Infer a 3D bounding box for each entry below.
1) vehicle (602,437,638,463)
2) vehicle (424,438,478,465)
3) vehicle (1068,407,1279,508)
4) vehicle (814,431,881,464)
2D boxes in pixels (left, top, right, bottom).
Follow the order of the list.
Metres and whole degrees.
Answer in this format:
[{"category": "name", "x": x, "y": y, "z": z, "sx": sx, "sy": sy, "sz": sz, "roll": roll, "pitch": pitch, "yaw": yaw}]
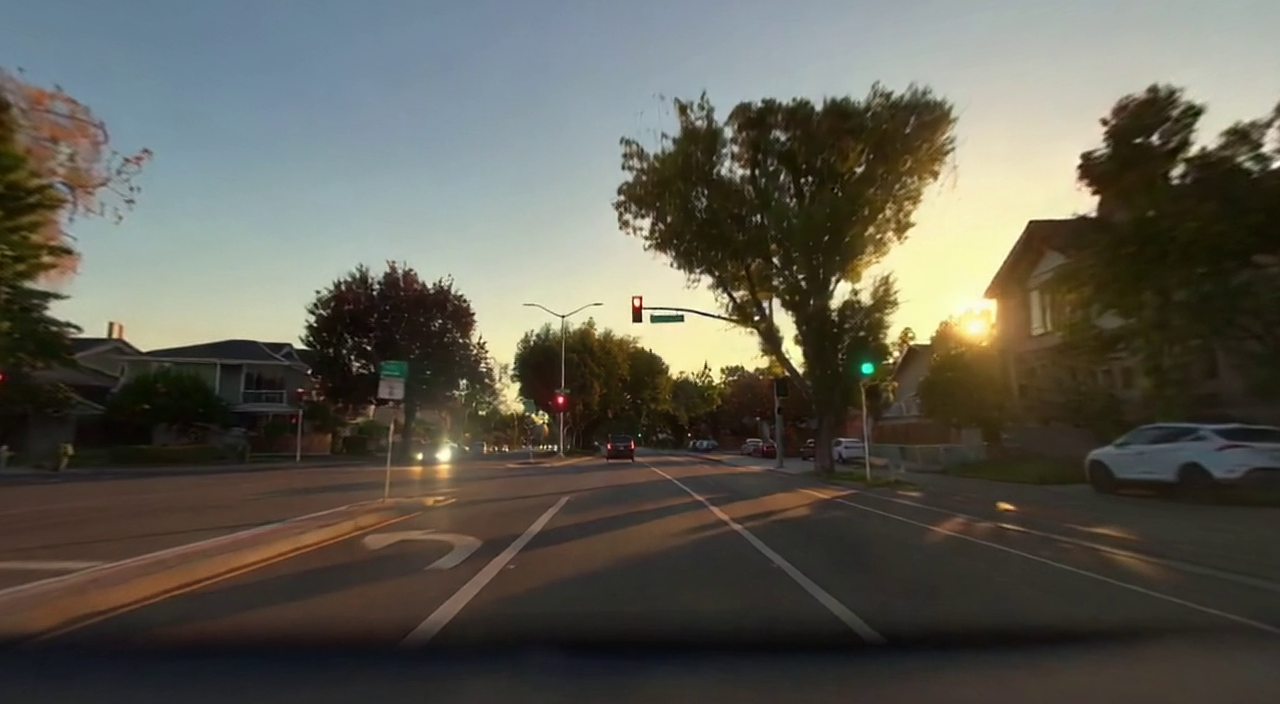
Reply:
[{"category": "vehicle", "x": -1.214, "y": 5.950, "z": 38.524, "sx": 2.113, "sy": 1.462, "sz": 4.203, "roll": 0, "pitch": -8, "yaw": -2}, {"category": "vehicle", "x": -11.318, "y": 5.973, "z": 38.118, "sx": 1.995, "sy": 1.485, "sz": 4.560, "roll": 0, "pitch": -8, "yaw": -2}, {"category": "vehicle", "x": 11.791, "y": 2.188, "z": 13.451, "sx": 2.053, "sy": 1.759, "sz": 4.494, "roll": 0, "pitch": -8, "yaw": -1}, {"category": "vehicle", "x": 11.331, "y": 5.263, "z": 34.783, "sx": 2.018, "sy": 1.665, "sz": 4.576, "roll": 0, "pitch": -8, "yaw": -2}]
